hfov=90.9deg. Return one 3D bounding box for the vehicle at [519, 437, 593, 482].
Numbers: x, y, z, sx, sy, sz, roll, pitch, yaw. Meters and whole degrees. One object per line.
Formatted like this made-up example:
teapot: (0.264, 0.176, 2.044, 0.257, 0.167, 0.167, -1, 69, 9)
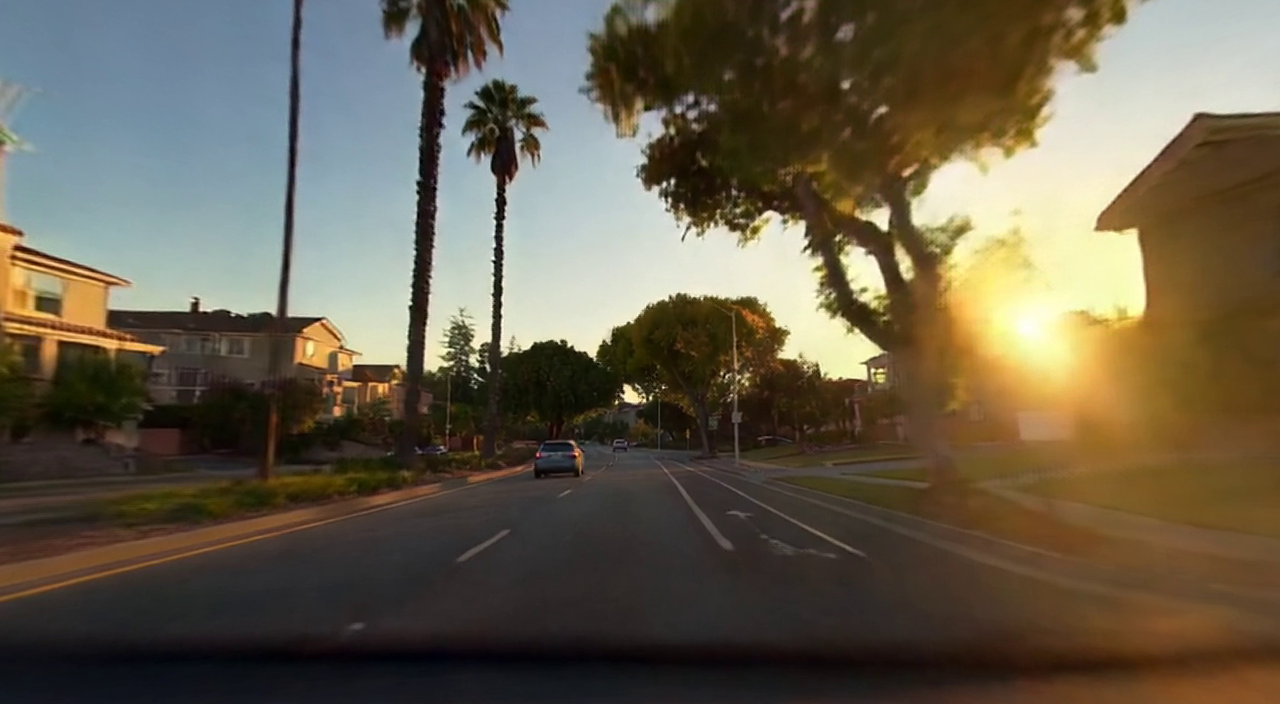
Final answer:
vehicle: (-3.010, 3.979, 23.616, 2.075, 1.498, 4.730, 0, -8, 1)
